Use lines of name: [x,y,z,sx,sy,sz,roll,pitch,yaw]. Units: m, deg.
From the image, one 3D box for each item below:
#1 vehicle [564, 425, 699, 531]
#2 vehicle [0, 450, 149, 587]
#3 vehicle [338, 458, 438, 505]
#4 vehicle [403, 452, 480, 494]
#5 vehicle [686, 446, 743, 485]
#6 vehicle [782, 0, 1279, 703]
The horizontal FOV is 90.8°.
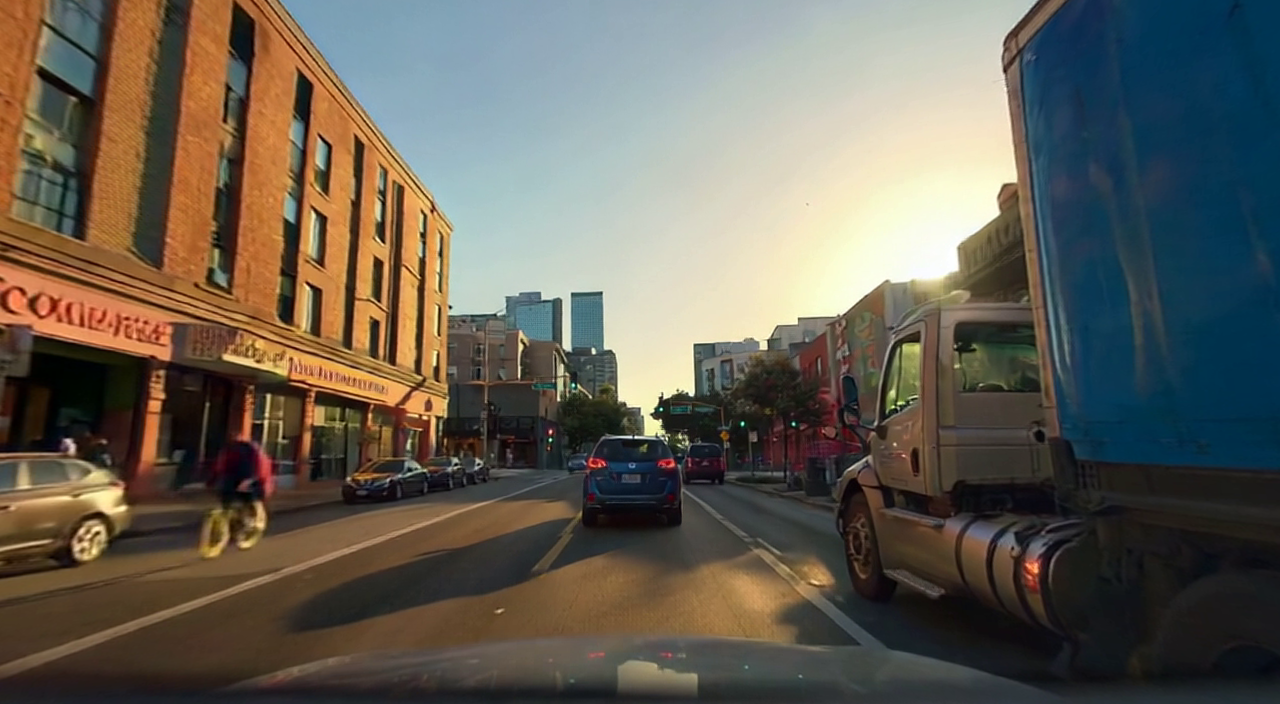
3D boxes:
vehicle: [-0.147,2.499,13.110,2.283,1.783,4.548,0,-9,0]
vehicle: [-8.847,2.085,7.888,1.896,1.652,4.269,0,-9,1]
vehicle: [-8.713,4.492,22.300,1.805,1.379,4.359,0,-9,-1]
vehicle: [-8.787,5.356,28.392,2.084,1.686,4.422,0,-9,-1]
vehicle: [3.471,5.395,30.307,2.159,1.696,4.316,0,-9,0]
vehicle: [3.055,-0.044,2.249,2.913,3.771,9.716,0,-9,1]
